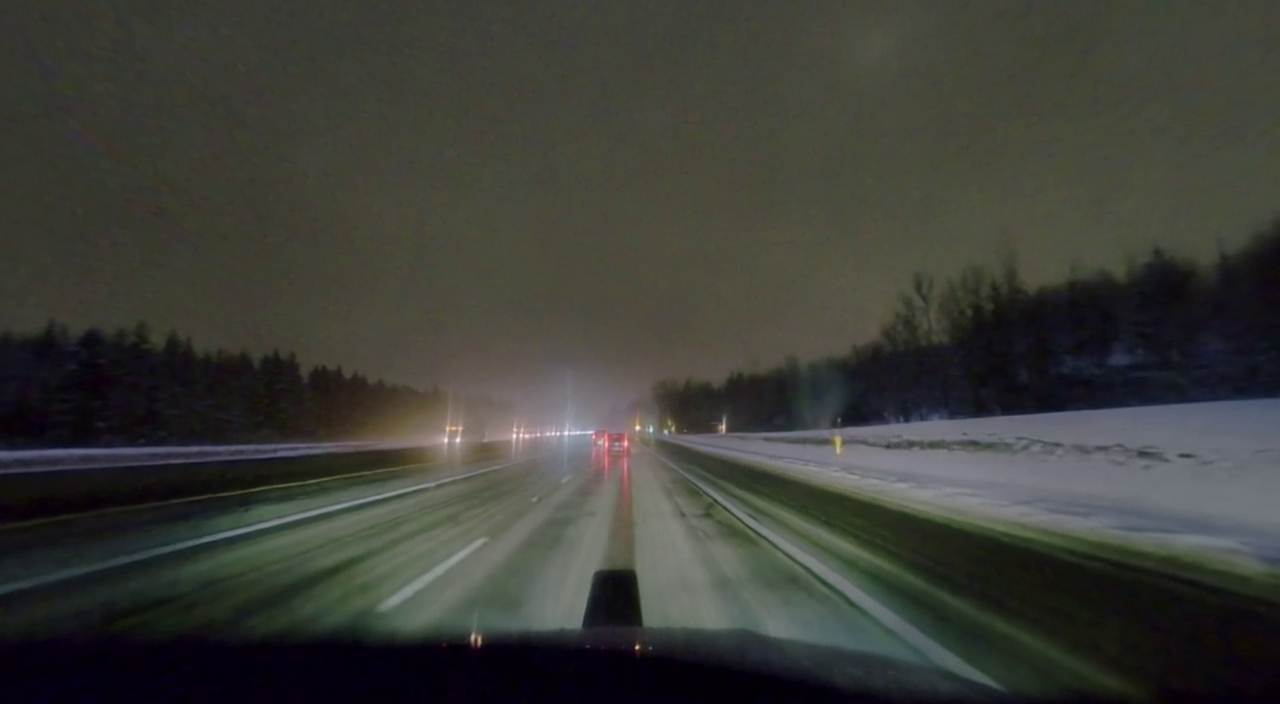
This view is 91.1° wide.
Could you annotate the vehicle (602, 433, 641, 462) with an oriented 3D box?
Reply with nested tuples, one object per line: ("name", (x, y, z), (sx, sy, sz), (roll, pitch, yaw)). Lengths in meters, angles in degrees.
("vehicle", (-1.008, 5.155, 34.147), (1.948, 1.470, 3.913), (0, -8, -2))
